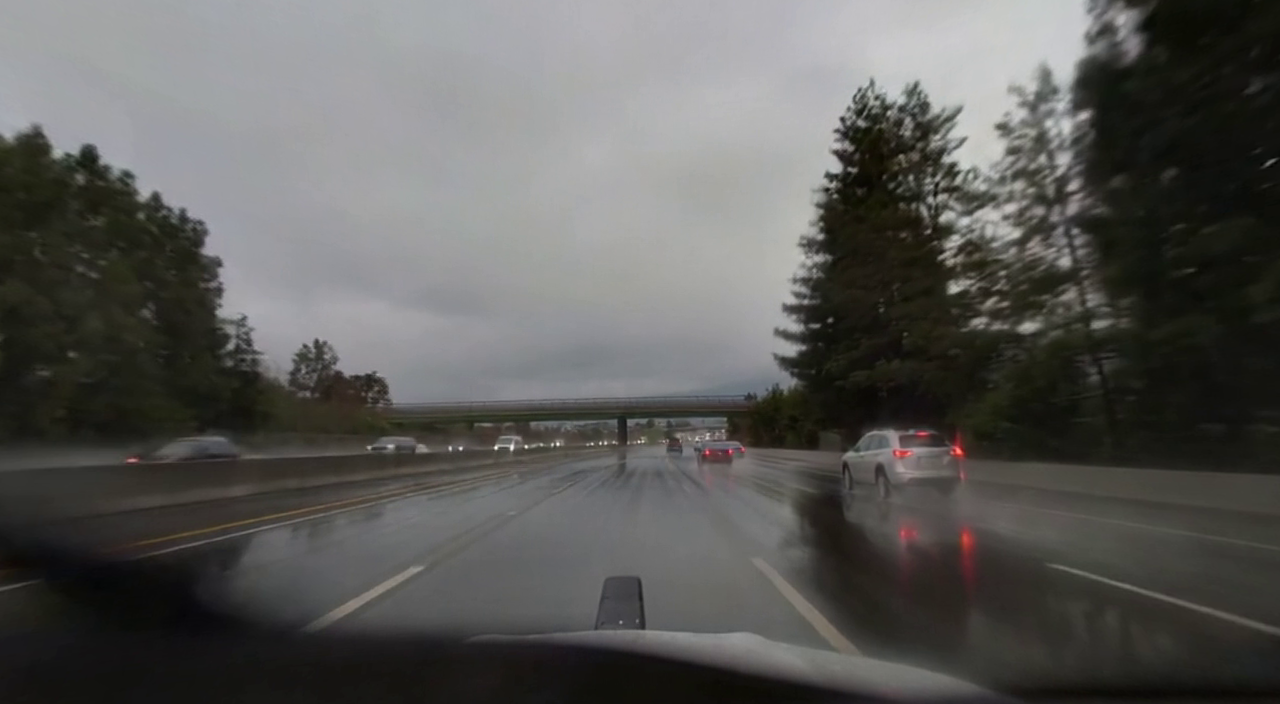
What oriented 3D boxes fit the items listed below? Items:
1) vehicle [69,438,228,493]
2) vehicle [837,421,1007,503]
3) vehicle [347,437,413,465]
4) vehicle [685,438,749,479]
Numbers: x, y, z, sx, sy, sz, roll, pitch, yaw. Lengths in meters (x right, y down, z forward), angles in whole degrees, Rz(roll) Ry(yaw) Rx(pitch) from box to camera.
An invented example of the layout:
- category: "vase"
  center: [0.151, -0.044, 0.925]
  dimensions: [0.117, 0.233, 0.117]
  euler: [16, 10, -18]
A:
- category: "vehicle"
  center: [-16.008, 3.685, 20.908]
  dimensions: [1.878, 1.609, 4.143]
  euler: [0, -8, 0]
- category: "vehicle"
  center: [7.068, 2.821, 16.600]
  dimensions: [2.087, 1.806, 4.946]
  euler: [0, -9, -1]
- category: "vehicle"
  center: [-19.460, 7.447, 47.685]
  dimensions: [2.242, 1.980, 6.315]
  euler: [0, -9, 1]
- category: "vehicle"
  center: [2.981, 4.229, 25.301]
  dimensions: [1.981, 1.471, 4.342]
  euler: [0, -9, 0]
